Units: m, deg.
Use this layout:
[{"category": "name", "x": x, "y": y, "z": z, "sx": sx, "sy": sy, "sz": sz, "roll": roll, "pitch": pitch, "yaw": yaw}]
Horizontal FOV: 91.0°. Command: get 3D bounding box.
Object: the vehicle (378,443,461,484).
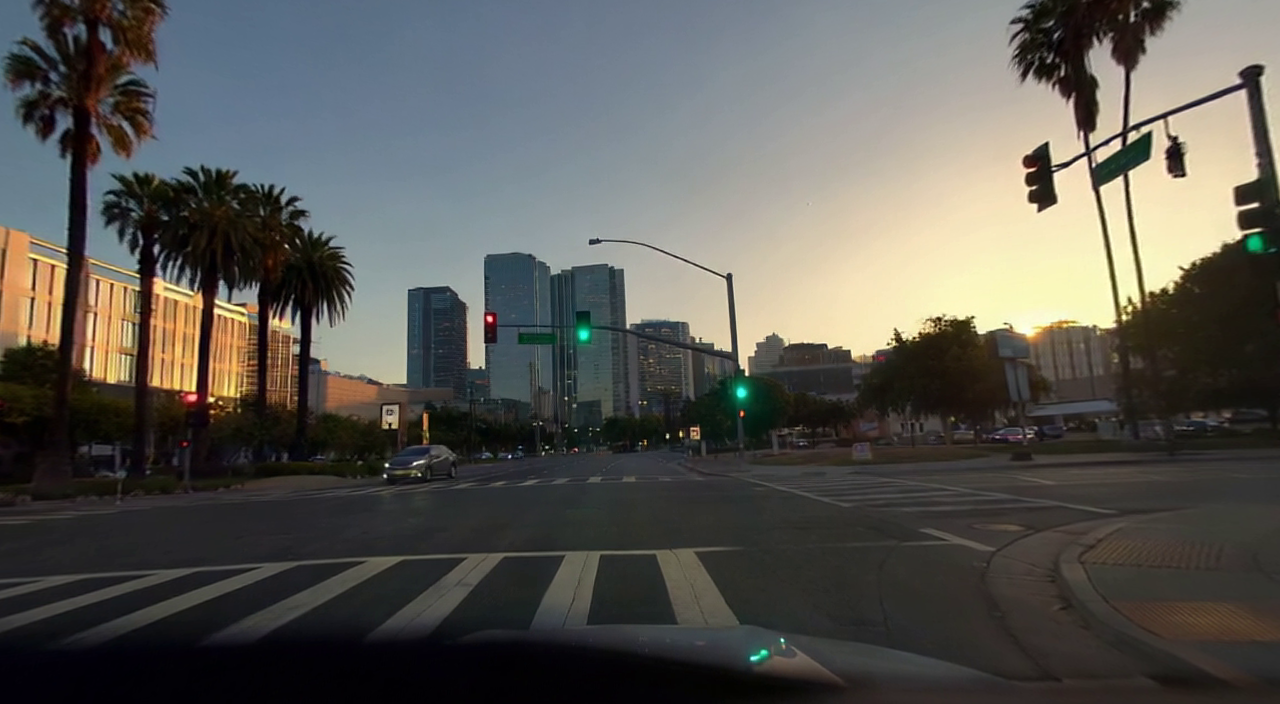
[{"category": "vehicle", "x": -10.751, "y": 5.457, "z": 31.172, "sx": 2.270, "sy": 1.833, "sz": 4.860, "roll": 0, "pitch": -9, "yaw": 1}]
